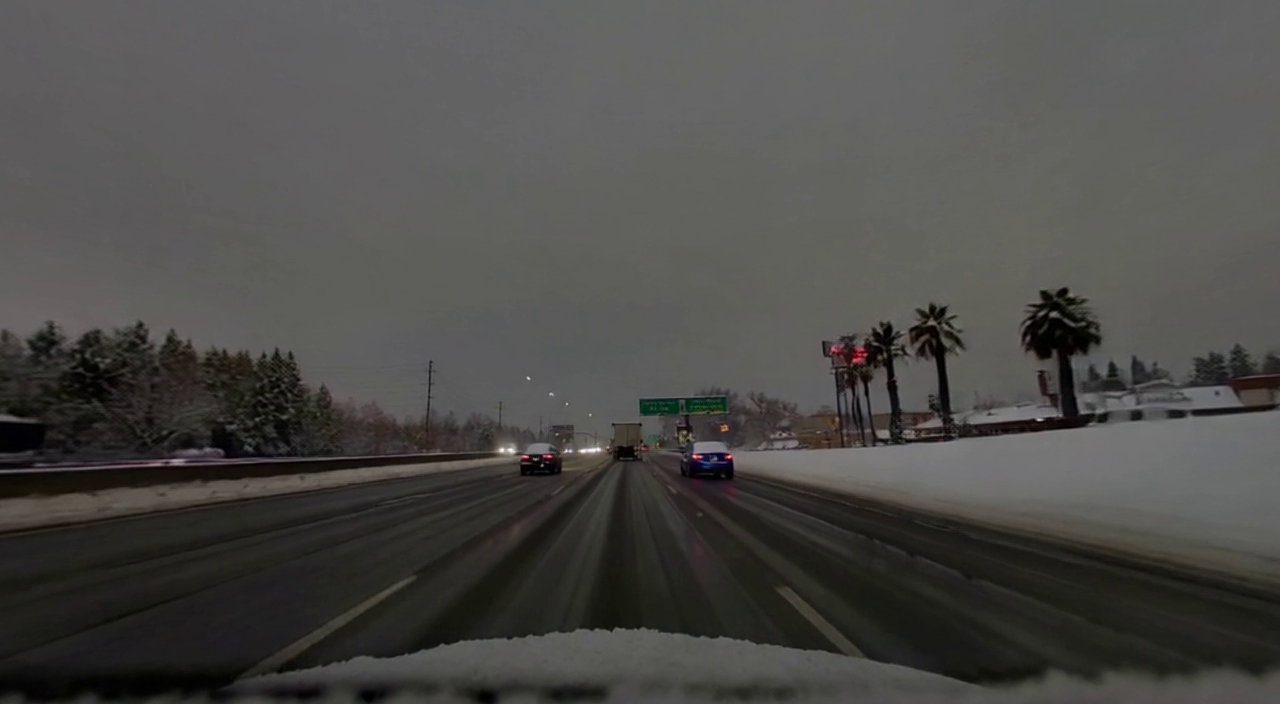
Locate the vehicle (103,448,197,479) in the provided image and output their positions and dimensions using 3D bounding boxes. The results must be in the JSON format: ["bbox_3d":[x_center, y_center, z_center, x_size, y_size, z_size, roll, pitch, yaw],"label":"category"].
[{"bbox_3d":[-31.347,7.118,40.616,2.126,1.827,4.880,0,-9,-1],"label":"vehicle"}]

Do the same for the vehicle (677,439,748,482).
[{"bbox_3d":[2.872,4.414,26.058,2.175,1.598,4.584,0,-9,-3],"label":"vehicle"}]

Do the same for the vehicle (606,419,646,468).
[{"bbox_3d":[-0.927,5.992,41.269,2.364,2.953,6.495,0,-8,-2],"label":"vehicle"}]

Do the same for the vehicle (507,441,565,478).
[{"bbox_3d":[-4.920,5.132,30.498,2.021,1.598,4.887,0,-9,-1],"label":"vehicle"}]
